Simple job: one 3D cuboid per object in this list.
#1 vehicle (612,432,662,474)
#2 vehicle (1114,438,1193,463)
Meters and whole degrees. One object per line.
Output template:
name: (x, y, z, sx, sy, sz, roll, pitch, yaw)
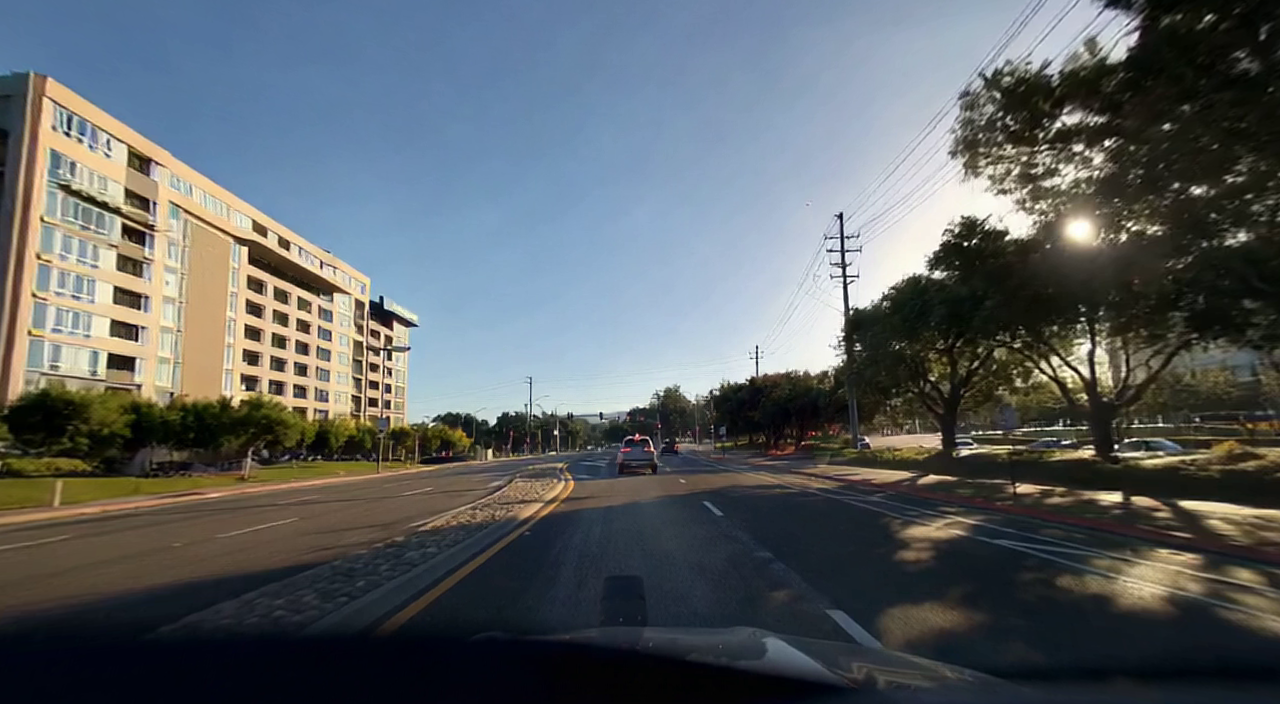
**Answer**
vehicle: (-0.144, 4.700, 29.432, 2.189, 1.776, 4.342, 0, -9, 0)
vehicle: (31.087, 5.990, 38.399, 1.610, 1.397, 3.842, 0, -9, 2)
